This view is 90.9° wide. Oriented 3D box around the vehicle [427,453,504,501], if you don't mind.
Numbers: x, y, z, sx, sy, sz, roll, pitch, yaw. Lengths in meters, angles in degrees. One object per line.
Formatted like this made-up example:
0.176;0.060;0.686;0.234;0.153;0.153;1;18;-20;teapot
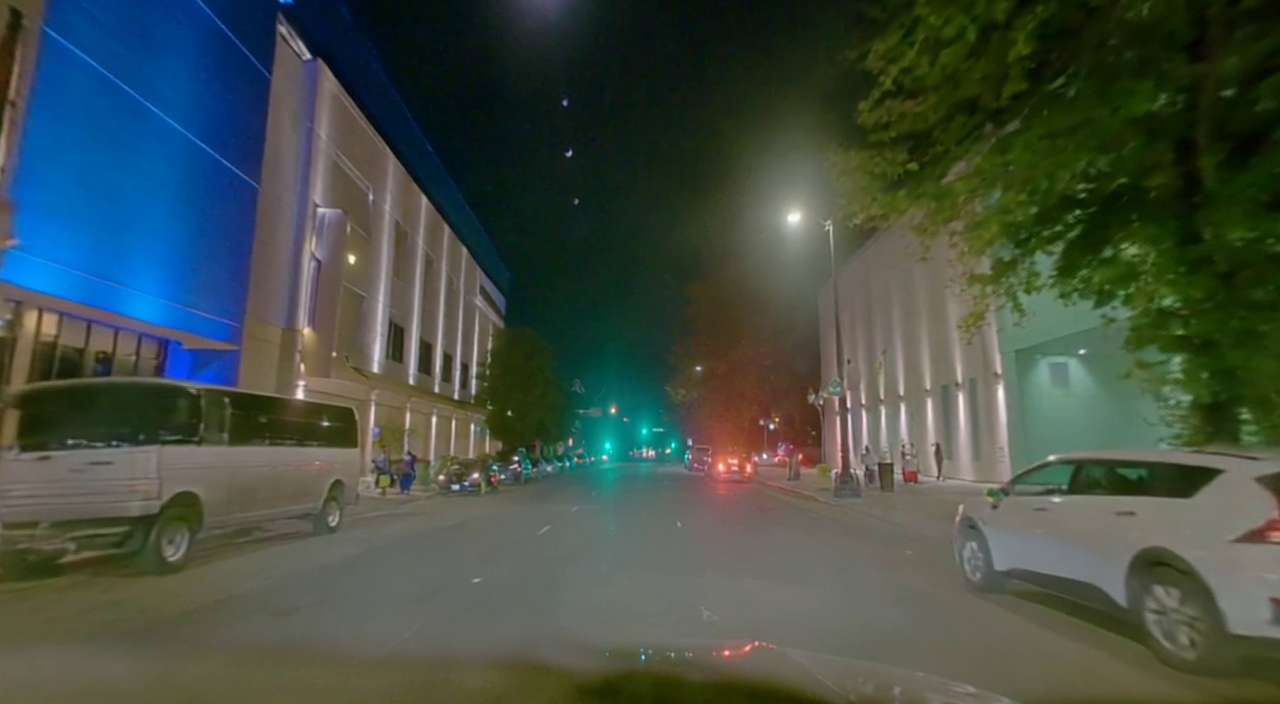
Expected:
-6.661;4.786;24.593;1.917;1.487;4.659;-2;-8;-3;vehicle

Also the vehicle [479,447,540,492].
-6.456;5.799;31.668;2.238;1.891;4.780;-1;-7;-3;vehicle

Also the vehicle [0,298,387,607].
-6.829;1.450;10.002;2.851;3.375;6.057;0;-8;2;vehicle

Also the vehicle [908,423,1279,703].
4.090;1.362;4.792;2.091;1.501;4.245;0;-9;-2;vehicle

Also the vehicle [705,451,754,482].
4.753;6.138;34.098;1.973;1.494;4.867;0;-9;0;vehicle
